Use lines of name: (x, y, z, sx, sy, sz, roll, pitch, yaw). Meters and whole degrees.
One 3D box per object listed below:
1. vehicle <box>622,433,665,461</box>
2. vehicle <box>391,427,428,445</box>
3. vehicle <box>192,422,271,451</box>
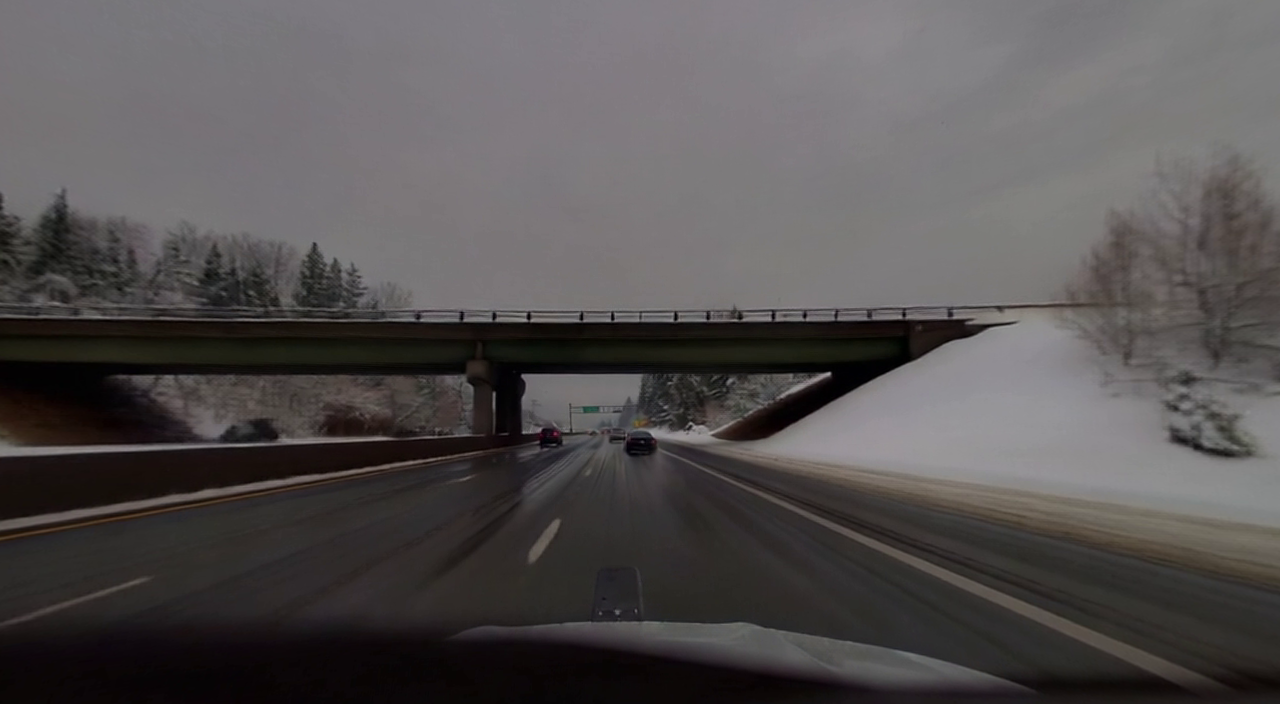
vehicle: (0.091, 4.809, 32.174, 1.999, 1.329, 3.913, 0, -8, -3)
vehicle: (-17.773, 6.480, 48.557, 1.622, 1.361, 3.497, 0, -8, -2)
vehicle: (-21.287, 4.419, 32.932, 1.746, 1.401, 3.823, 1, -8, -4)
